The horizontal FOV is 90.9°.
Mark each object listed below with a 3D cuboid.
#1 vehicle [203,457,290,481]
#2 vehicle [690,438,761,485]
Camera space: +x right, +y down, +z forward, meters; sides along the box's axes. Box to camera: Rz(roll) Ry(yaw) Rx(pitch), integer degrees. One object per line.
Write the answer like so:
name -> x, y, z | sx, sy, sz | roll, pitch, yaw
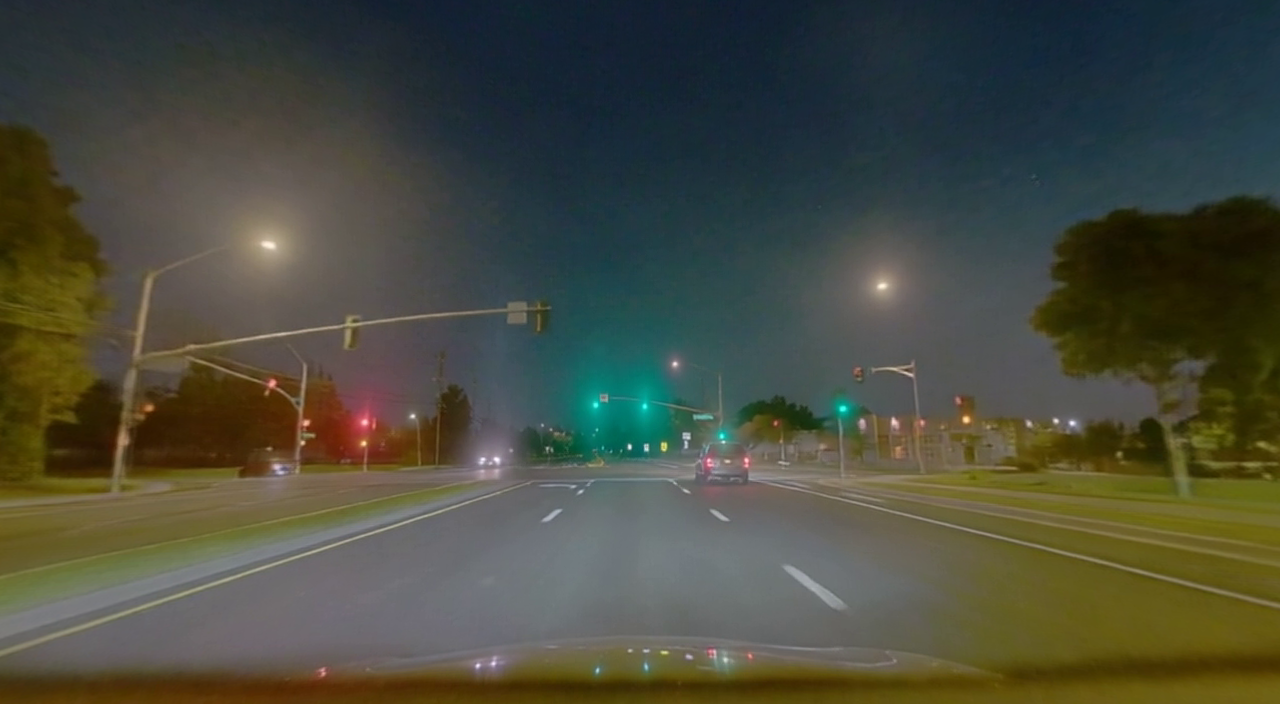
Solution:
vehicle -> -26.348, 7.847, 42.314 | 4.447, 1.499, 1.984 | 0, -8, 0
vehicle -> 3.499, 4.578, 26.775 | 2.240, 1.781, 4.433 | 0, -8, -2
